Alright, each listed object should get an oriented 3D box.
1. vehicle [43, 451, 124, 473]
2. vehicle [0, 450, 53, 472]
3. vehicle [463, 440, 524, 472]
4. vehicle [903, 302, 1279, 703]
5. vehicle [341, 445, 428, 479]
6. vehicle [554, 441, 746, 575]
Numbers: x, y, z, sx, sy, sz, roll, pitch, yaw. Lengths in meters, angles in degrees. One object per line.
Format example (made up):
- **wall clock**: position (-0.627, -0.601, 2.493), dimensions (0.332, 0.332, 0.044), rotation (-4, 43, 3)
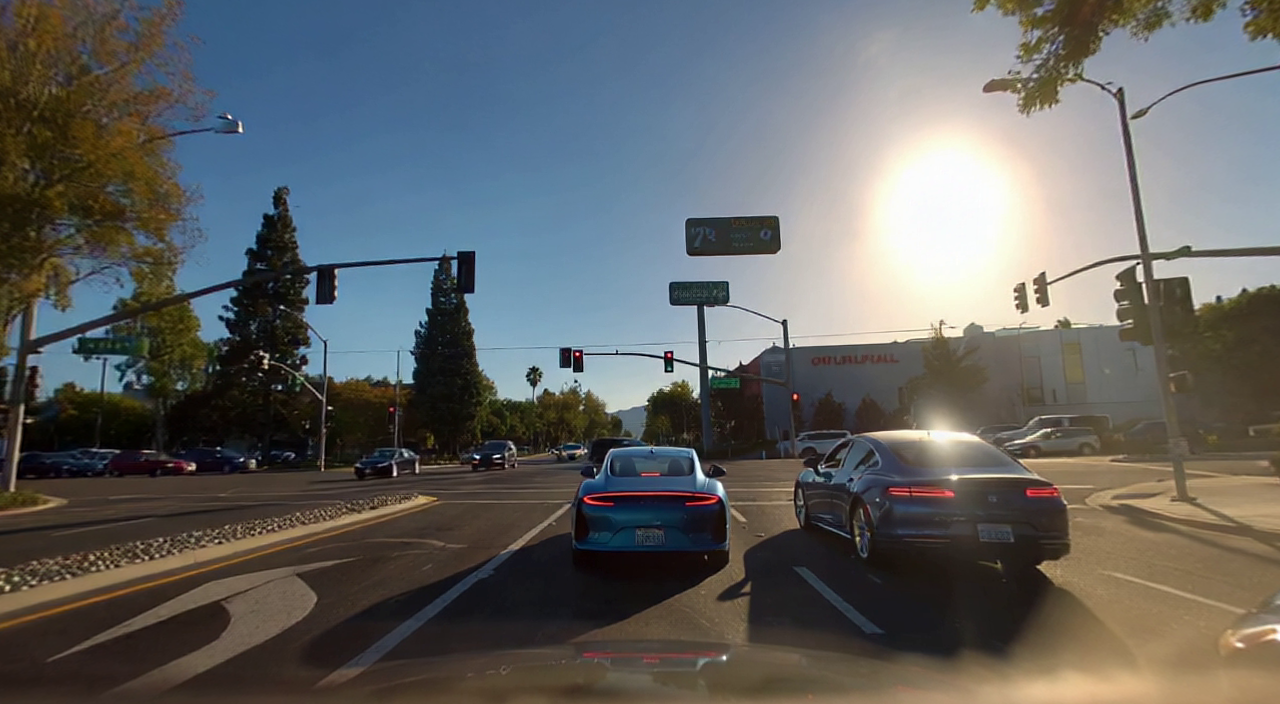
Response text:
- **vehicle**: position (-41.271, 8.153, 46.803), dimensions (4.195, 1.533, 1.752), rotation (0, -8, -3)
- **vehicle**: position (-46.317, 7.966, 46.156), dimensions (4.545, 1.558, 1.833), rotation (0, -8, -3)
- **vehicle**: position (-8.036, 5.770, 35.135), dimensions (2.091, 1.651, 4.870), rotation (-1, -8, 2)
- **vehicle**: position (3.108, 0.806, 2.526), dimensions (2.143, 1.759, 4.531), rotation (0, -8, 0)
- **vehicle**: position (-11.812, 5.103, 29.515), dimensions (2.053, 1.436, 4.494), rotation (0, -8, 2)
- **vehicle**: position (0.122, 1.877, 8.393), dimensions (1.945, 1.343, 3.827), rotation (0, -8, 1)
